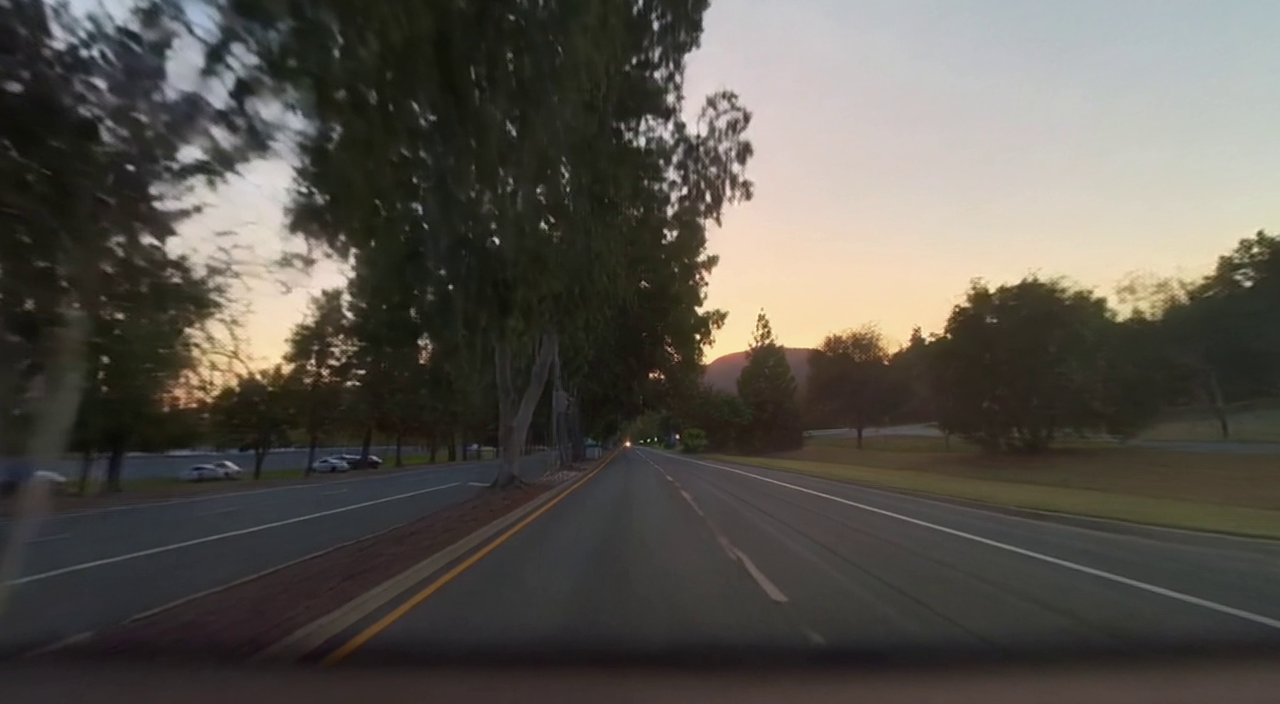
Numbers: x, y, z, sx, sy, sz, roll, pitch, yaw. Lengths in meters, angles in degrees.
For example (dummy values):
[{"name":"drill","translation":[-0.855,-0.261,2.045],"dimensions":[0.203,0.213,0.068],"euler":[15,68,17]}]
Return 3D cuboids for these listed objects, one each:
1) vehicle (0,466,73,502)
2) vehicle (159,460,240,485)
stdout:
[{"name":"vehicle","translation":[-27.643,5.723,27.462],"dimensions":[3.956,1.414,2.109],"euler":[-1,-8,0]},{"name":"vehicle","translation":[-27.502,7.501,39.517],"dimensions":[3.706,1.426,1.668],"euler":[0,-9,-2]}]
